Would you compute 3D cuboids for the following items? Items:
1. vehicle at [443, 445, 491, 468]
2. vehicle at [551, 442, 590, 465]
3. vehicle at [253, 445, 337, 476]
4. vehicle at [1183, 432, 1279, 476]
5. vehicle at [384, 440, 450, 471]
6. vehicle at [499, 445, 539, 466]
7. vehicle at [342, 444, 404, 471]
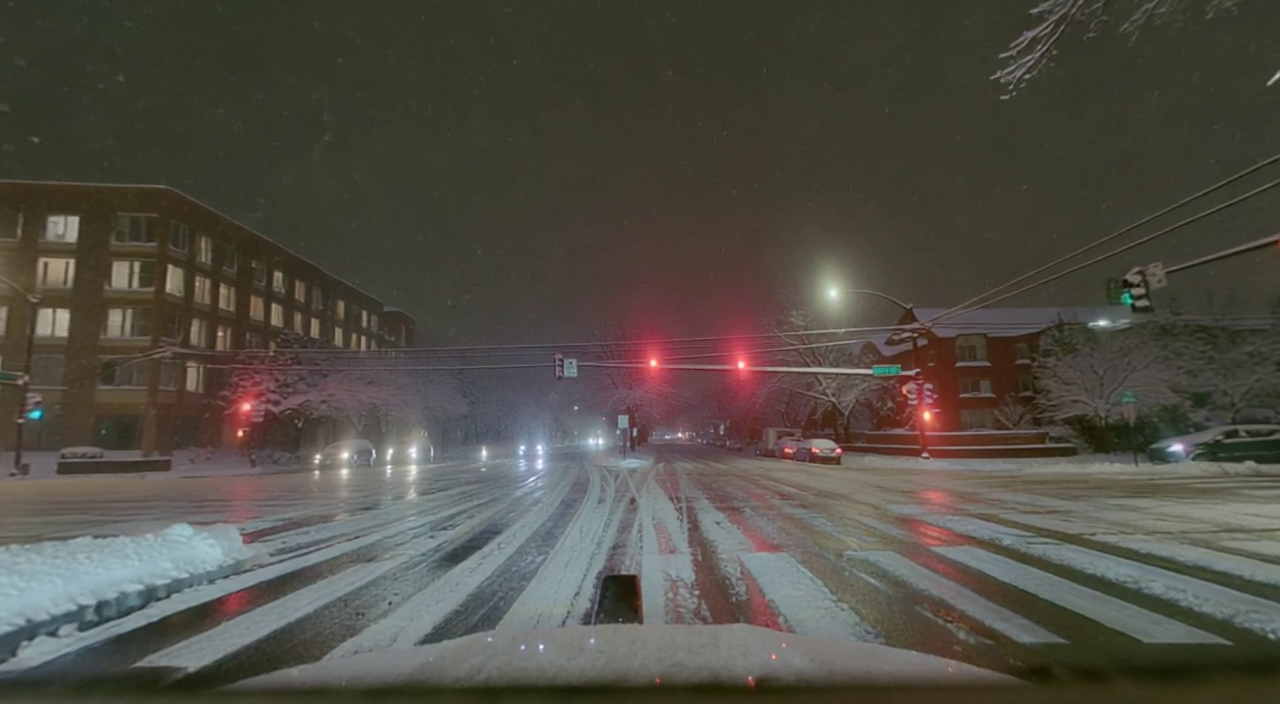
[{"bbox_3d":[-11.653,7.058,42.715,1.911,1.476,4.297,-1,-9,2],"label":"vehicle"},{"bbox_3d":[-4.543,6.707,41.684,1.954,1.431,4.050,-1,-9,2],"label":"vehicle"},{"bbox_3d":[-22.198,6.956,40.756,2.032,1.839,4.884,-2,-9,11],"label":"vehicle"},{"bbox_3d":[22.309,3.579,22.251,4.474,1.477,1.908,0,-9,-3],"label":"vehicle"},{"bbox_3d":[-15.152,7.038,43.165,2.340,1.946,5.450,0,-9,2],"label":"vehicle"},{"bbox_3d":[-8.118,7.004,42.616,1.910,1.321,3.692,0,-9,1],"label":"vehicle"},{"bbox_3d":[-18.565,7.341,44.000,2.237,1.801,4.541,0,-9,1],"label":"vehicle"}]
